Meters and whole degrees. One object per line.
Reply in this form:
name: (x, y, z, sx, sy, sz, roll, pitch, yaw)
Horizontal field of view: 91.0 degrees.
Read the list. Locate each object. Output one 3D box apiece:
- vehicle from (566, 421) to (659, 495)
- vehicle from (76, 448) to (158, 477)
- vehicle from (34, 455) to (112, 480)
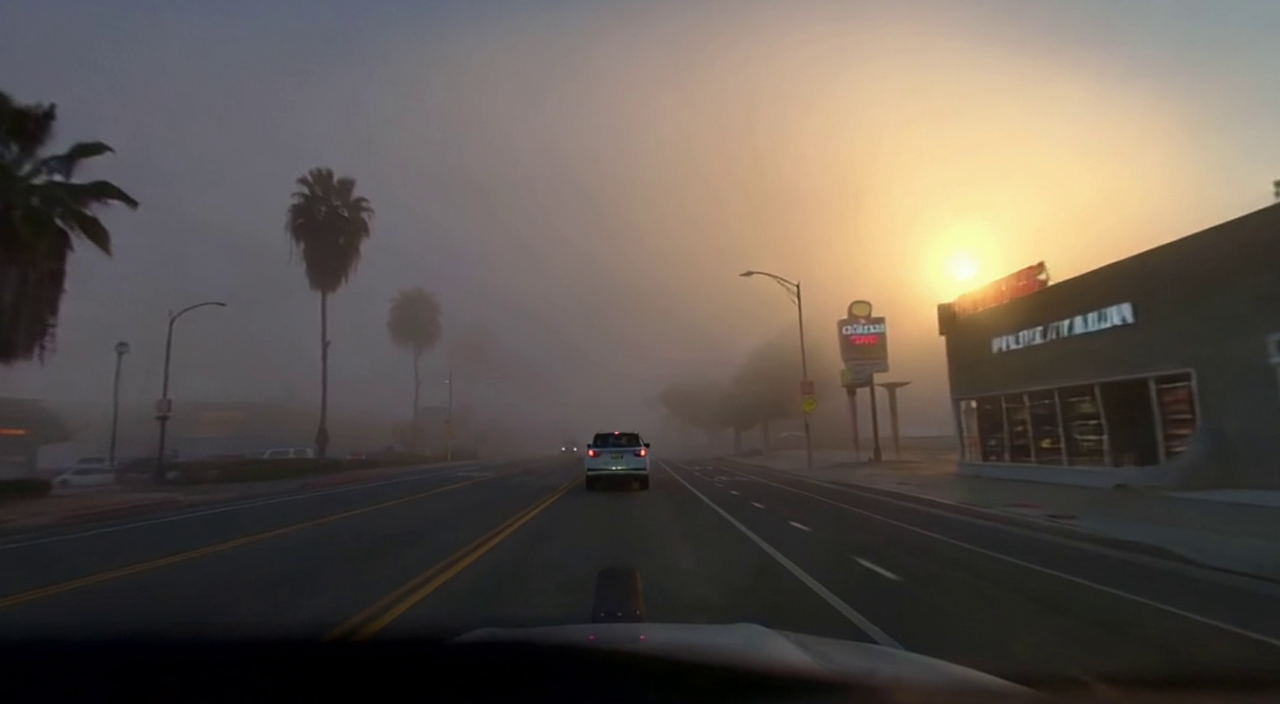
vehicle: (-0.691, 2.854, 17.287, 2.239, 1.763, 4.096, 0, -8, -1)
vehicle: (-34.835, 7.335, 42.075, 2.013, 1.785, 4.331, 1, -8, -5)
vehicle: (-37.660, 7.671, 41.926, 1.685, 1.466, 3.858, 0, -8, -3)
